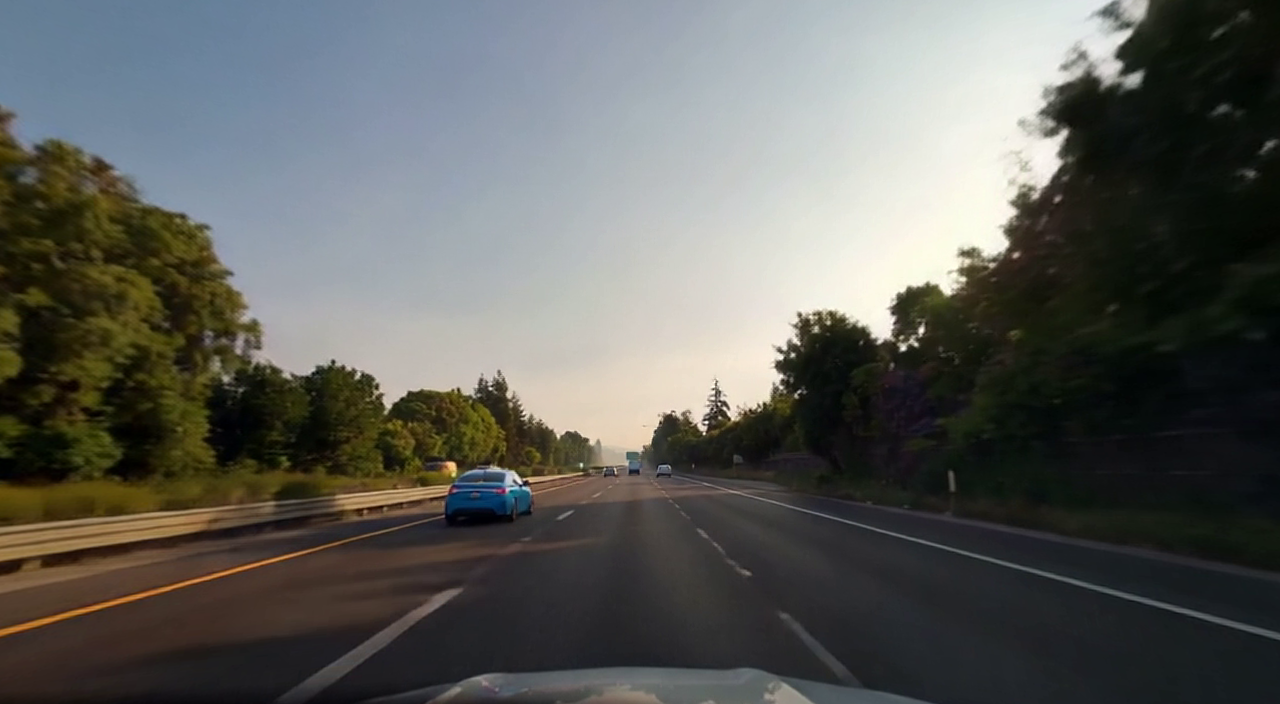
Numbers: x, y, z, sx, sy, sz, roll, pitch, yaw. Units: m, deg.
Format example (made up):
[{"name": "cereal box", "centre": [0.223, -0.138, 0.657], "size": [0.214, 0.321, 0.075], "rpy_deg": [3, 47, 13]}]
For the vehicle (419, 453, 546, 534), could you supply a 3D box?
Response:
[{"name": "vehicle", "centre": [-3.425, 3.171, 14.512], "size": [1.797, 1.532, 4.072], "rpy_deg": [1, -10, 1]}]
